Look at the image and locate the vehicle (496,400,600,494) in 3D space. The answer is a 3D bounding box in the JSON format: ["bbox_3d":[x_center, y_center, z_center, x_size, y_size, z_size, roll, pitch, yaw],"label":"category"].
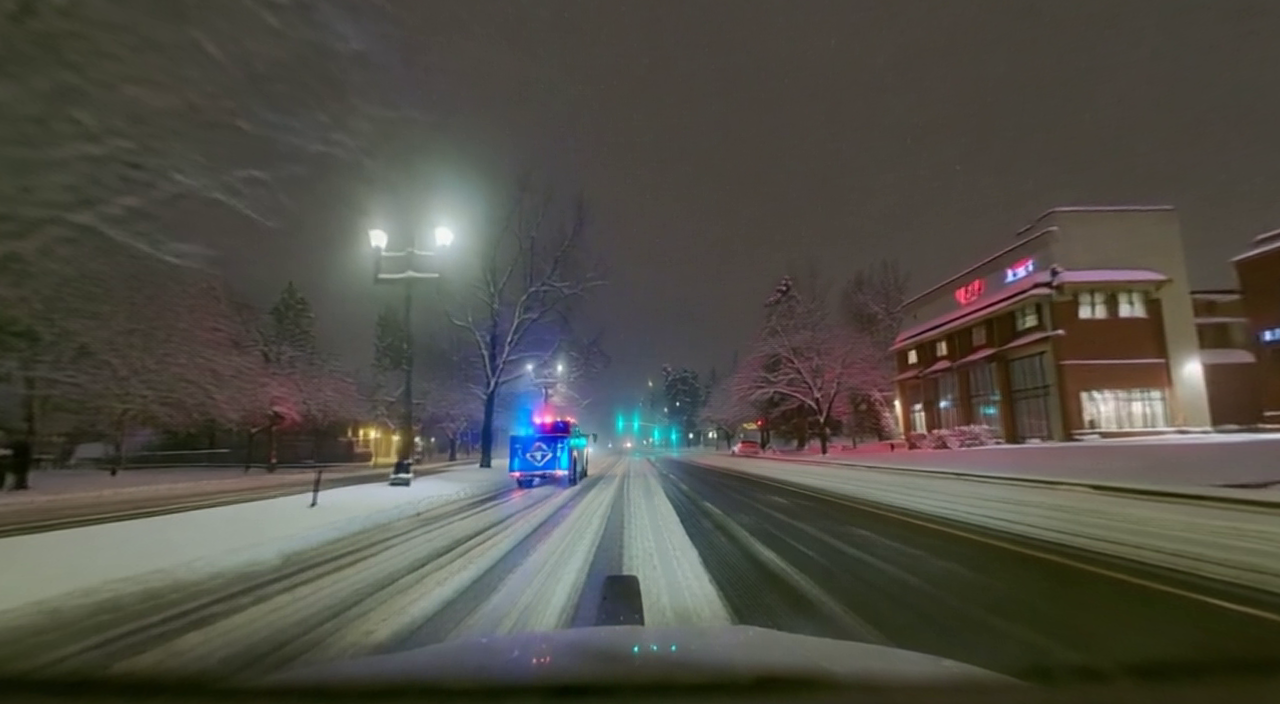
[{"bbox_3d":[-2.972,3.299,22.075,2.633,2.787,5.796,-1,-8,1],"label":"vehicle"}]
